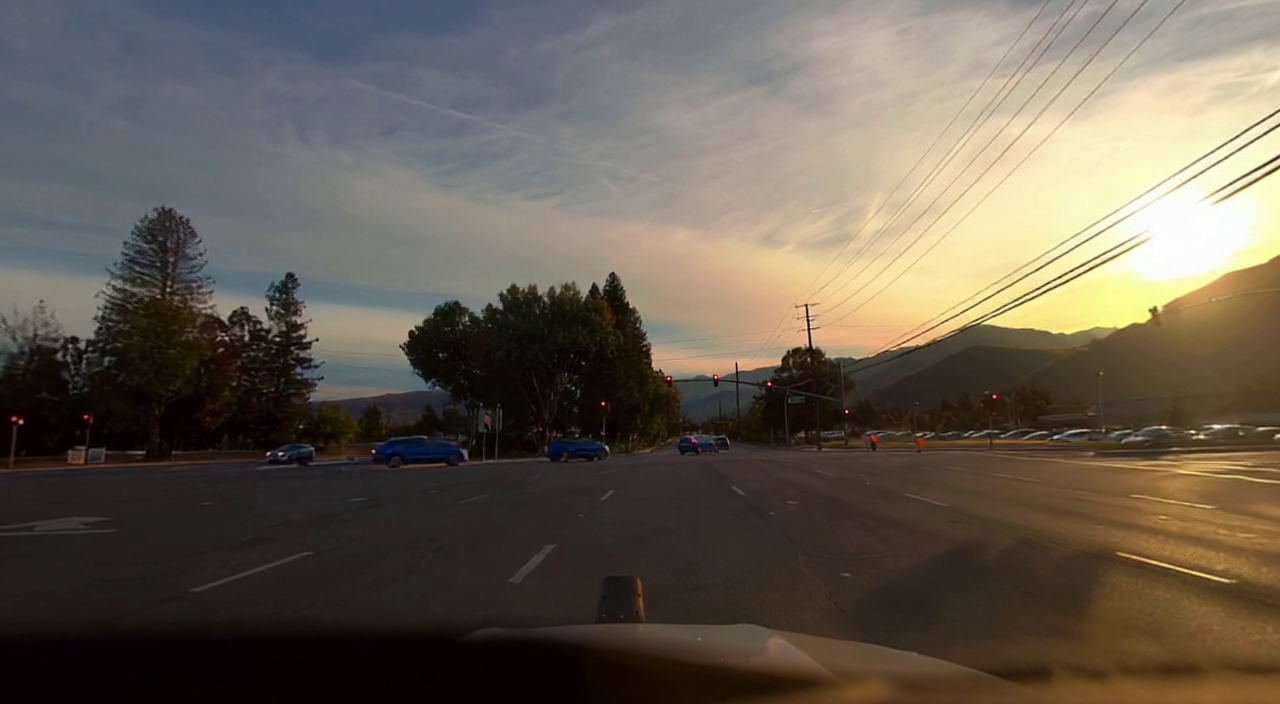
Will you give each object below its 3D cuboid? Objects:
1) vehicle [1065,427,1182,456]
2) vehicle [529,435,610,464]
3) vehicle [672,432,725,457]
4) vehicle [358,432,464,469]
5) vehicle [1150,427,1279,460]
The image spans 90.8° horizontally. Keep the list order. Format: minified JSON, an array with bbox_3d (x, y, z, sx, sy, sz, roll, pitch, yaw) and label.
[{"bbox_3d":[28.369,5.274,37.202,5.100,1.680,2.055,0,-9,1],"label":"vehicle"},{"bbox_3d":[-4.093,5.674,36.836,4.218,1.542,2.044,6,-11,-36],"label":"vehicle"},{"bbox_3d":[4.612,7.200,49.047,2.246,1.805,5.228,-5,-10,27],"label":"vehicle"},{"bbox_3d":[-11.472,4.959,31.778,4.812,1.735,2.105,3,-9,-21],"label":"vehicle"},{"bbox_3d":[27.311,4.309,29.795,4.778,1.495,1.959,0,-9,0],"label":"vehicle"}]
